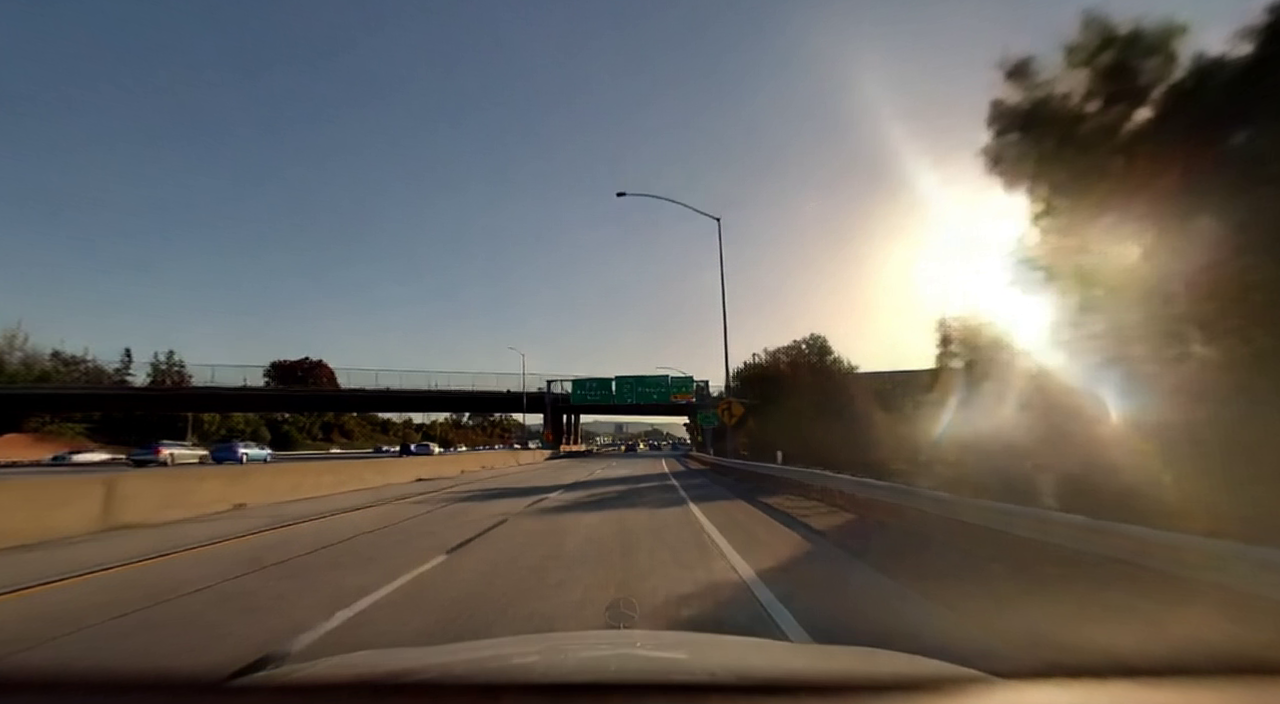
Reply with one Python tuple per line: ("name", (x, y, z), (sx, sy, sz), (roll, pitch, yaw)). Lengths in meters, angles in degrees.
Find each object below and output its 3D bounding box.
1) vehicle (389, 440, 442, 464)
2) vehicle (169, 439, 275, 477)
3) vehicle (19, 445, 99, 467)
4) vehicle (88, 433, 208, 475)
("vehicle", (-15.027, 6.697, 42.517), (2.271, 1.537, 4.029), (0, -8, -3))
("vehicle", (-18.124, 4.585, 27.693), (1.829, 1.520, 4.505), (1, -8, -5))
("vehicle", (-45.028, 8.017, 49.117), (2.095, 1.593, 4.577), (0, -8, -4))
("vehicle", (-22.107, 4.590, 28.664), (2.049, 1.718, 4.445), (1, -8, -5))
